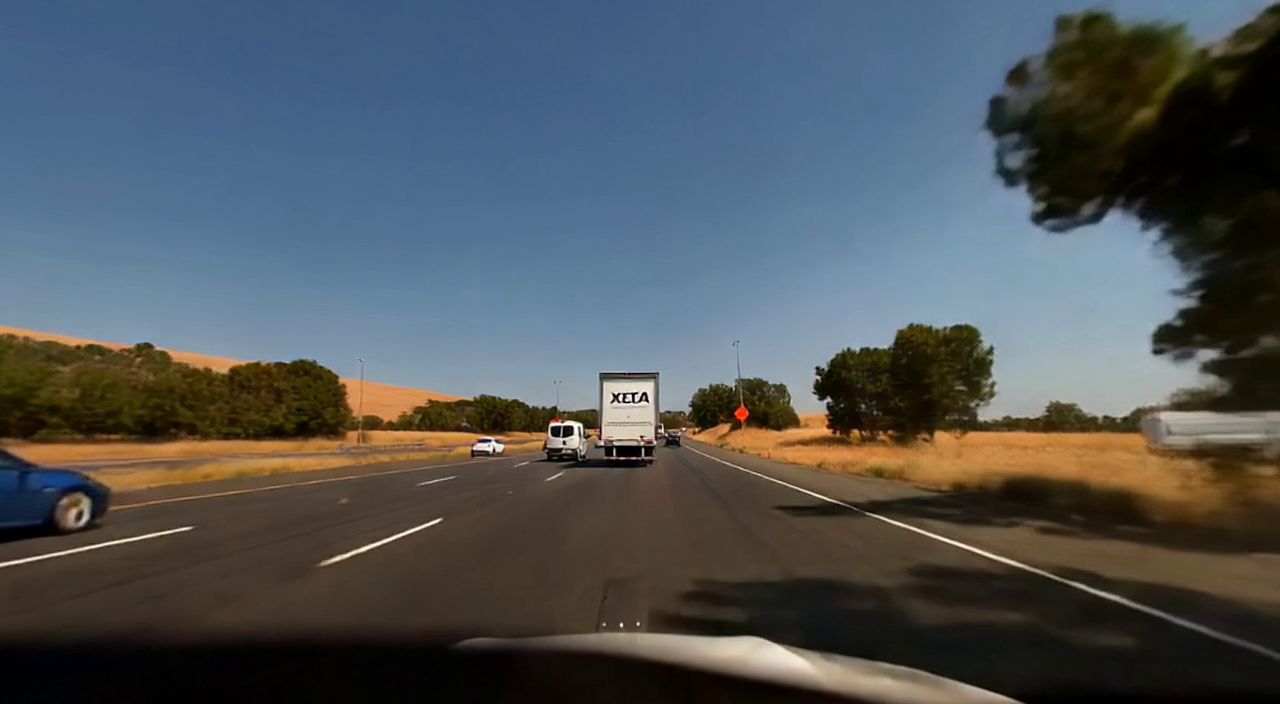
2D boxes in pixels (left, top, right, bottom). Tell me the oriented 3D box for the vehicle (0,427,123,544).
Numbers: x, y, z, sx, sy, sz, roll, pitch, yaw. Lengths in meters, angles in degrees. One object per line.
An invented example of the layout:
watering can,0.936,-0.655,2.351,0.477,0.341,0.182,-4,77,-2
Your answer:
vehicle,-9.303,1.657,7.709,1.915,1.506,4.594,0,-9,2

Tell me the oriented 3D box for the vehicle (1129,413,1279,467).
vehicle,41.570,6.169,44.293,11.230,3.611,2.963,-1,-8,4

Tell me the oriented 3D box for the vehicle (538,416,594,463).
vehicle,-4.435,5.421,38.782,2.469,2.615,5.874,0,-9,3

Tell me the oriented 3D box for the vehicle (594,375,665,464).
vehicle,-0.297,3.863,33.197,3.183,4.011,9.617,0,-10,2

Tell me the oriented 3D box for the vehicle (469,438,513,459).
vehicle,-10.825,7.065,46.115,1.901,1.487,4.622,0,-9,2
